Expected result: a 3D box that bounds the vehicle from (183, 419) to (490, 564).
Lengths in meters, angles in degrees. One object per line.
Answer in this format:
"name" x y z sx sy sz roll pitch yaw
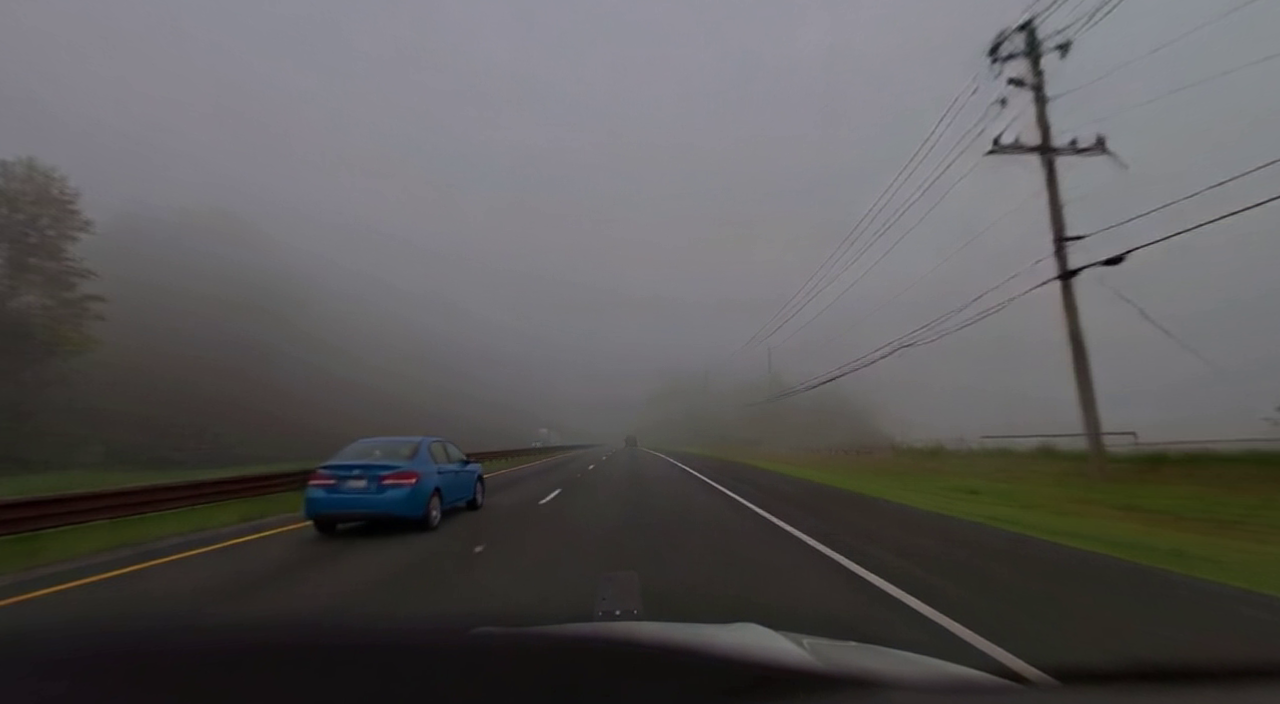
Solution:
"vehicle" -3.805 1.810 9.126 2.150 1.532 4.671 0 -8 0
